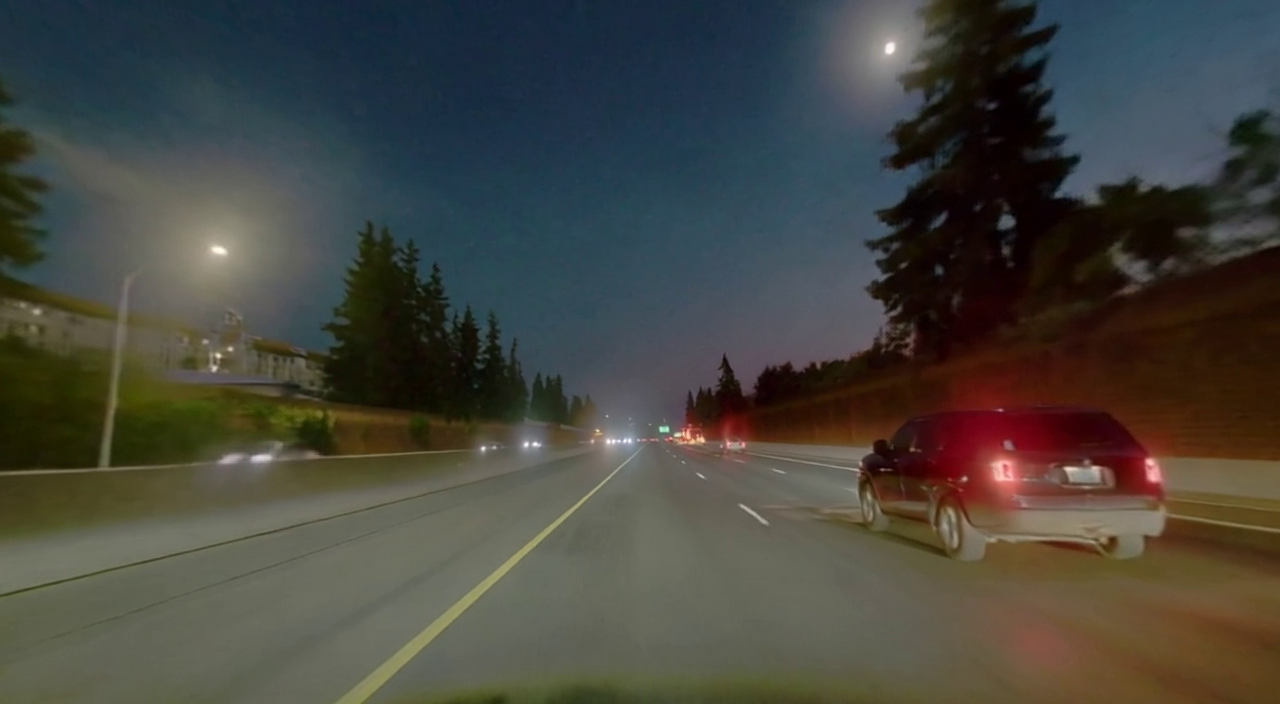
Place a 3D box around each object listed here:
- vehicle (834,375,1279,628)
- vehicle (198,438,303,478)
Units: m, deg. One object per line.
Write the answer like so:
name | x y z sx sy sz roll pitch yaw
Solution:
vehicle | 3.964 1.393 6.859 2.190 1.783 4.637 0 -8 -1
vehicle | -18.027 4.918 29.514 1.953 1.675 4.524 0 -8 1
